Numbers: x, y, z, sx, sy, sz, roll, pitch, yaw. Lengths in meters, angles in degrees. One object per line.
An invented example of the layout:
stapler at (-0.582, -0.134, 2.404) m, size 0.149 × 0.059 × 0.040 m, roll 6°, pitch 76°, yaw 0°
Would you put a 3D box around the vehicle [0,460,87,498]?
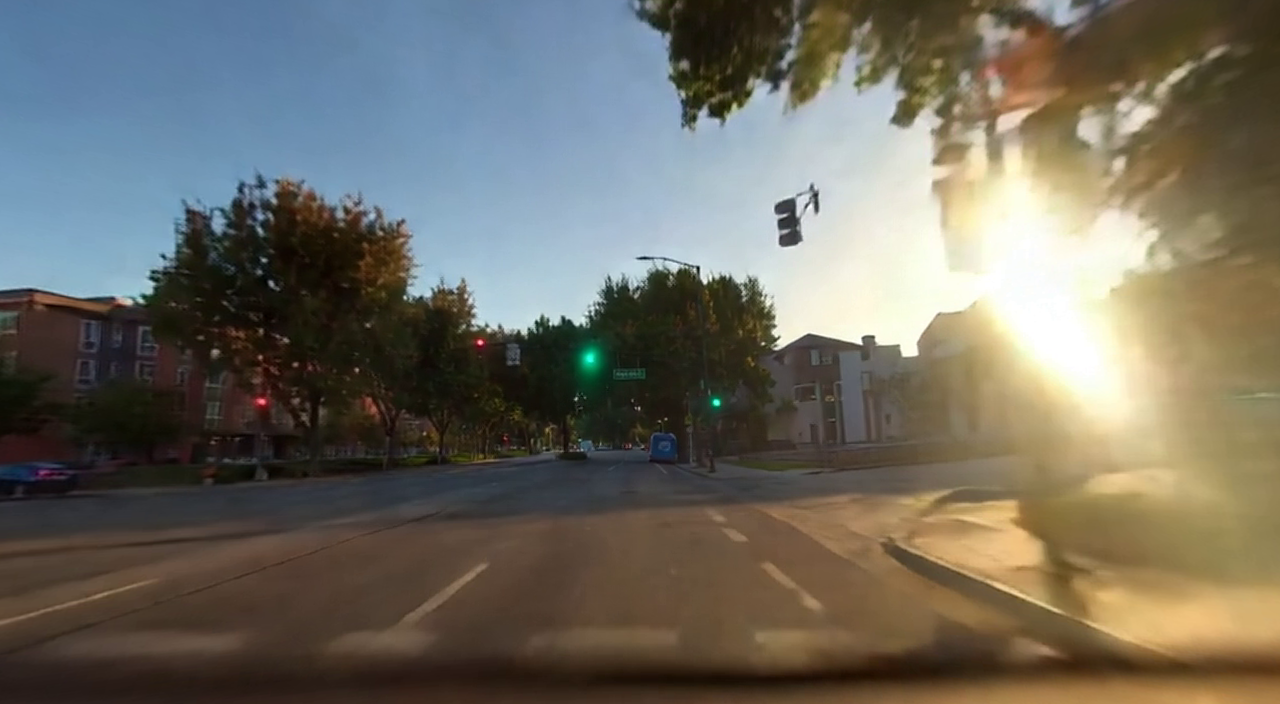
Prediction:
vehicle at (-26.250, 5.309, 26.541) m, size 4.153 × 1.493 × 1.808 m, roll 0°, pitch -9°, yaw -2°
